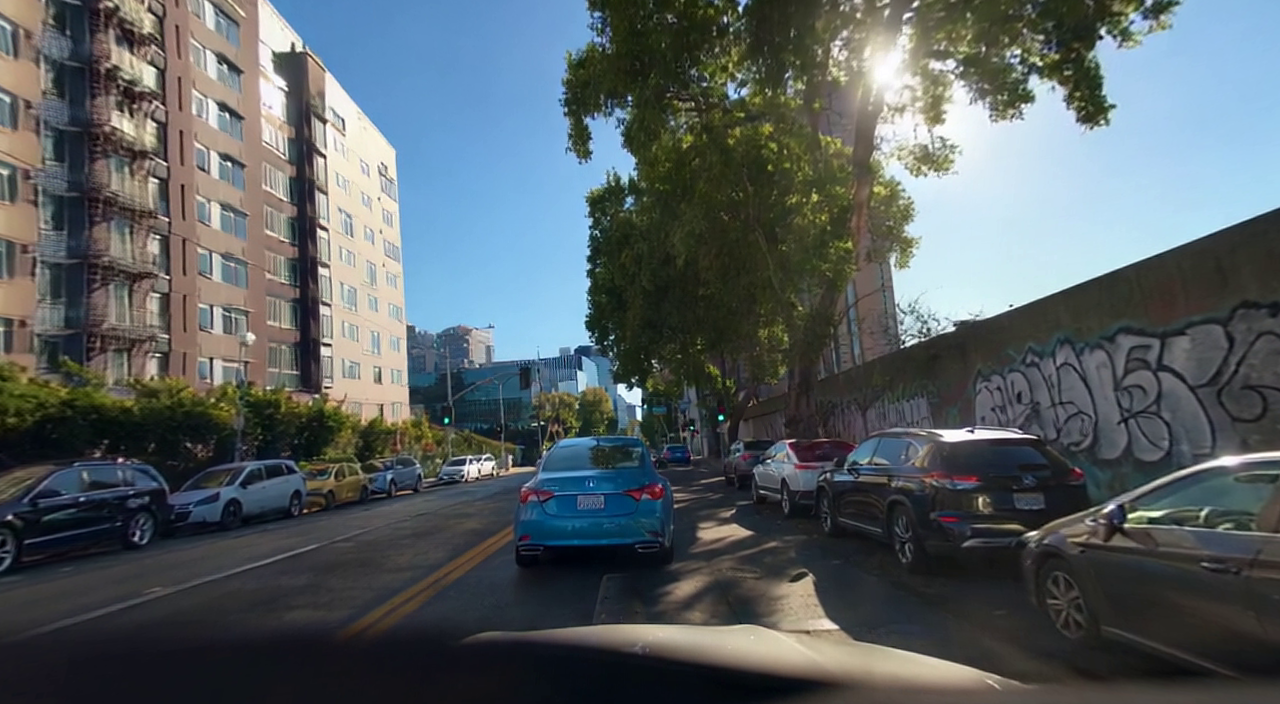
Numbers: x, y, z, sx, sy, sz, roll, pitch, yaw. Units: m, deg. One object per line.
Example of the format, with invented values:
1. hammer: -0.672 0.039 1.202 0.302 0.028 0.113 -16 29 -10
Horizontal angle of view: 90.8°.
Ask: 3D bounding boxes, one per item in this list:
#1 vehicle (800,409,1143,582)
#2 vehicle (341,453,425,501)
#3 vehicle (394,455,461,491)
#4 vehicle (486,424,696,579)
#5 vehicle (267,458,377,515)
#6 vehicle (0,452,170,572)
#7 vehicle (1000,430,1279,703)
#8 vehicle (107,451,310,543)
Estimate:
1. vehicle: 4.197 1.903 9.371 2.097 1.811 5.230 0 -8 -2
2. vehicle: -11.053 5.351 27.443 1.822 1.639 4.144 -8 -8 -1
3. vehicle: -11.114 6.317 33.335 1.931 1.499 4.645 -6 -8 -2
4. vehicle: -0.514 1.870 8.748 2.166 1.579 4.300 0 -8 0
5. vehicle: -10.986 4.616 22.154 1.741 1.506 4.370 -5 -8 -3
6. vehicle: -10.870 2.771 10.949 1.988 1.781 4.827 -6 -8 -3
7. vehicle: 4.209 1.232 3.317 1.955 1.535 4.266 3 -9 -3
8. vehicle: -10.918 3.610 16.480 2.276 1.741 4.439 -7 -8 -1
